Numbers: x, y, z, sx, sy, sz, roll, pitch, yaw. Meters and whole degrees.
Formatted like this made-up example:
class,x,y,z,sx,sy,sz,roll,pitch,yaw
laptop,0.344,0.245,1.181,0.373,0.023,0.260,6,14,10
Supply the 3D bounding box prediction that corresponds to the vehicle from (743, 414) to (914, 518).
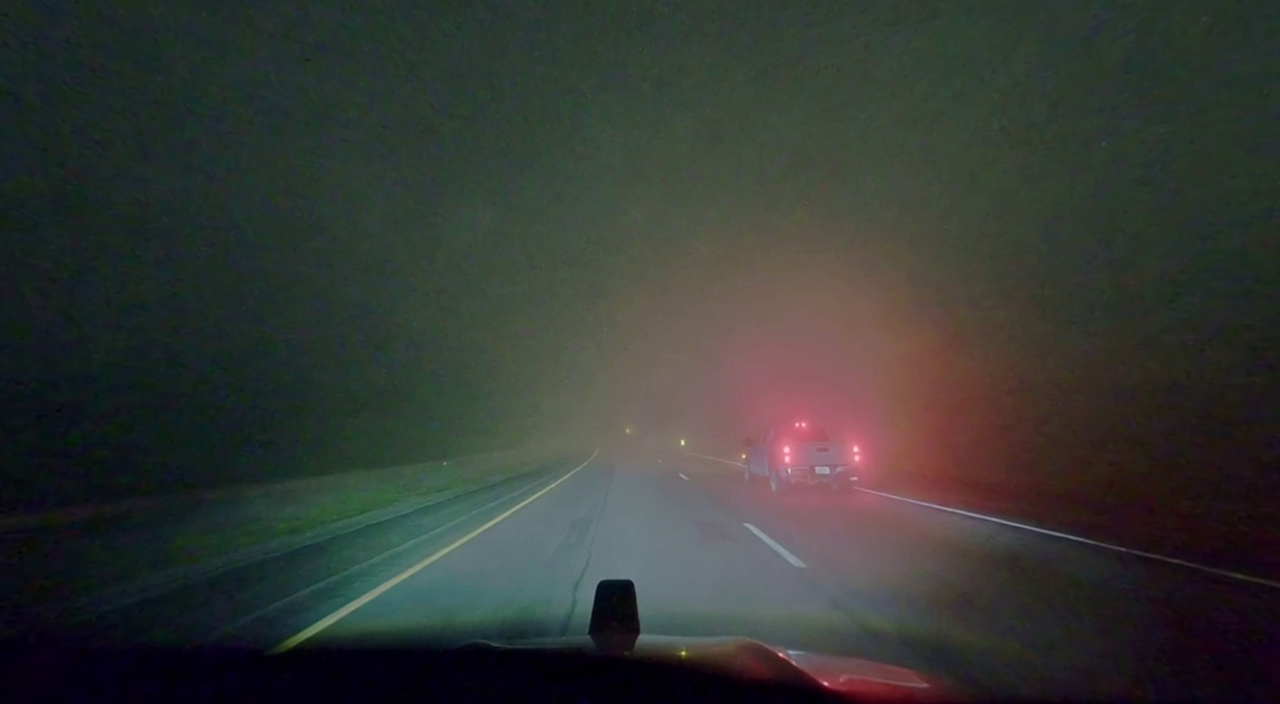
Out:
class,x,y,z,sx,sy,sz,roll,pitch,yaw
vehicle,3.387,2.118,12.303,1.941,1.655,4.137,0,-8,-2
